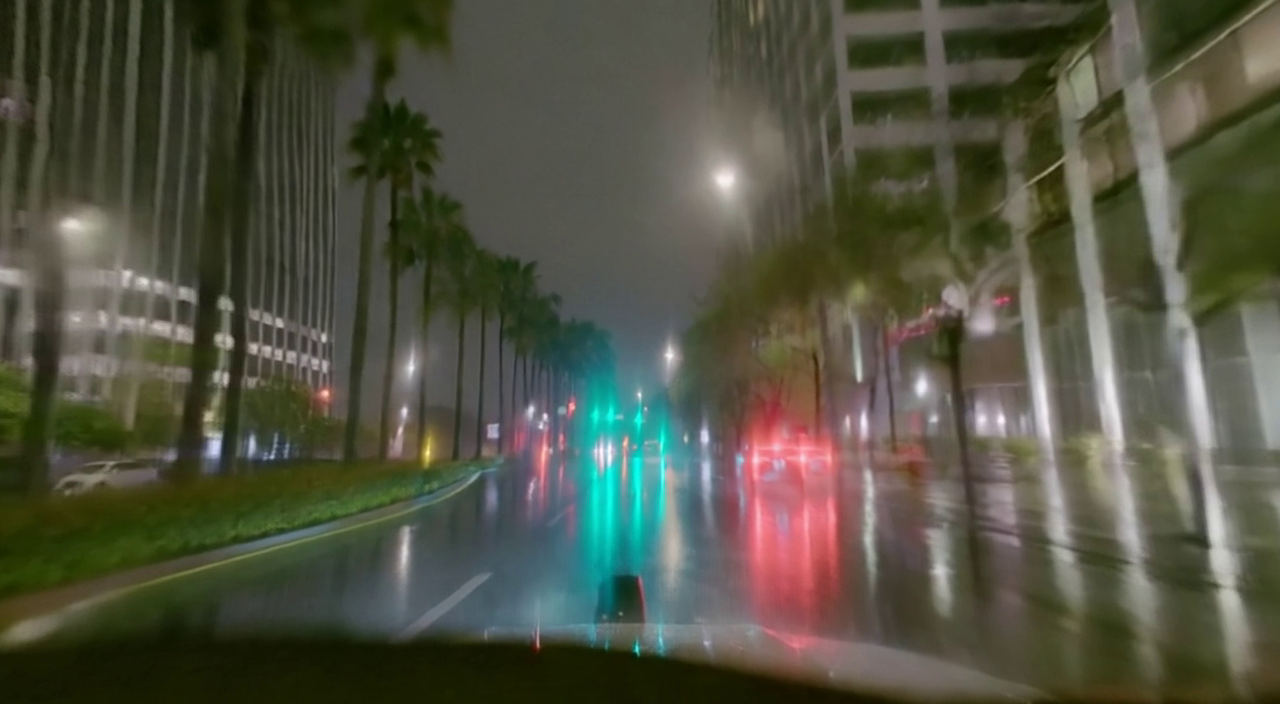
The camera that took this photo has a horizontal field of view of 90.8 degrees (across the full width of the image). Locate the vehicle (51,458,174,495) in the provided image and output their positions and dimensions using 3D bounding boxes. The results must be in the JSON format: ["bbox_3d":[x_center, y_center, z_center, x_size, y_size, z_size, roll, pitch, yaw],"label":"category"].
[{"bbox_3d":[-23.940,5.645,28.936,1.751,1.424,4.506,0,-9,0],"label":"vehicle"}]

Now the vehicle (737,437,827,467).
[{"bbox_3d":[8.555,6.064,38.377,4.871,1.708,2.144,0,-9,-1],"label":"vehicle"}]
